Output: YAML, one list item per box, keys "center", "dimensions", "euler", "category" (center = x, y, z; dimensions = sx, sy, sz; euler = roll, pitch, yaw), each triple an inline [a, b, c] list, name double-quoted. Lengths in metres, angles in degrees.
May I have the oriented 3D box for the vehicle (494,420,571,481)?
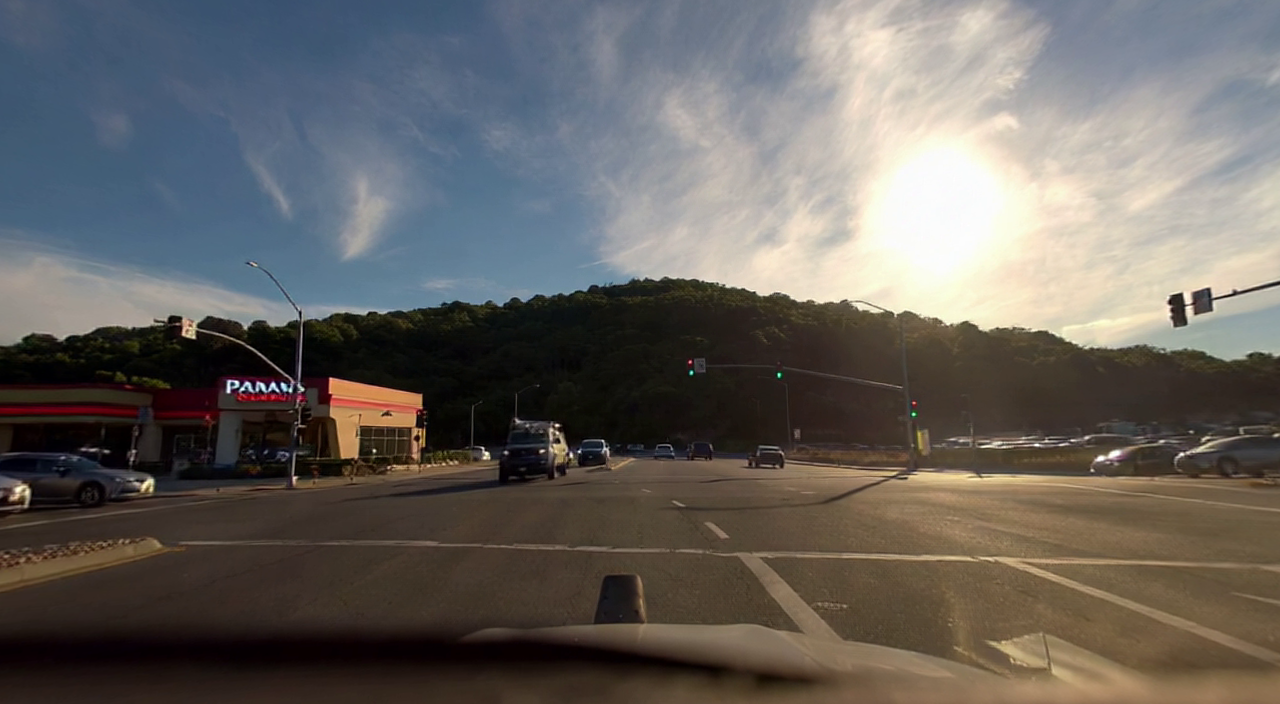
- center: [-4.304, 4.069, 26.118]
  dimensions: [2.196, 2.264, 5.206]
  euler: [0, -8, 1]
  category: "vehicle"

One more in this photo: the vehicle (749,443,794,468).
- center: [8.762, 6.944, 42.374]
  dimensions: [1.911, 1.594, 4.378]
  euler: [0, -9, -3]
  category: "vehicle"

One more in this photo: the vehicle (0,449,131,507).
- center: [-19.784, 4.080, 20.585]
  dimensions: [4.440, 1.748, 2.033]
  euler: [0, -8, 1]
  category: "vehicle"

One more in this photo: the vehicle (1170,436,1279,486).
- center: [25.081, 4.463, 26.031]
  dimensions: [4.546, 1.944, 2.051]
  euler: [1, -9, -5]
  category: "vehicle"
